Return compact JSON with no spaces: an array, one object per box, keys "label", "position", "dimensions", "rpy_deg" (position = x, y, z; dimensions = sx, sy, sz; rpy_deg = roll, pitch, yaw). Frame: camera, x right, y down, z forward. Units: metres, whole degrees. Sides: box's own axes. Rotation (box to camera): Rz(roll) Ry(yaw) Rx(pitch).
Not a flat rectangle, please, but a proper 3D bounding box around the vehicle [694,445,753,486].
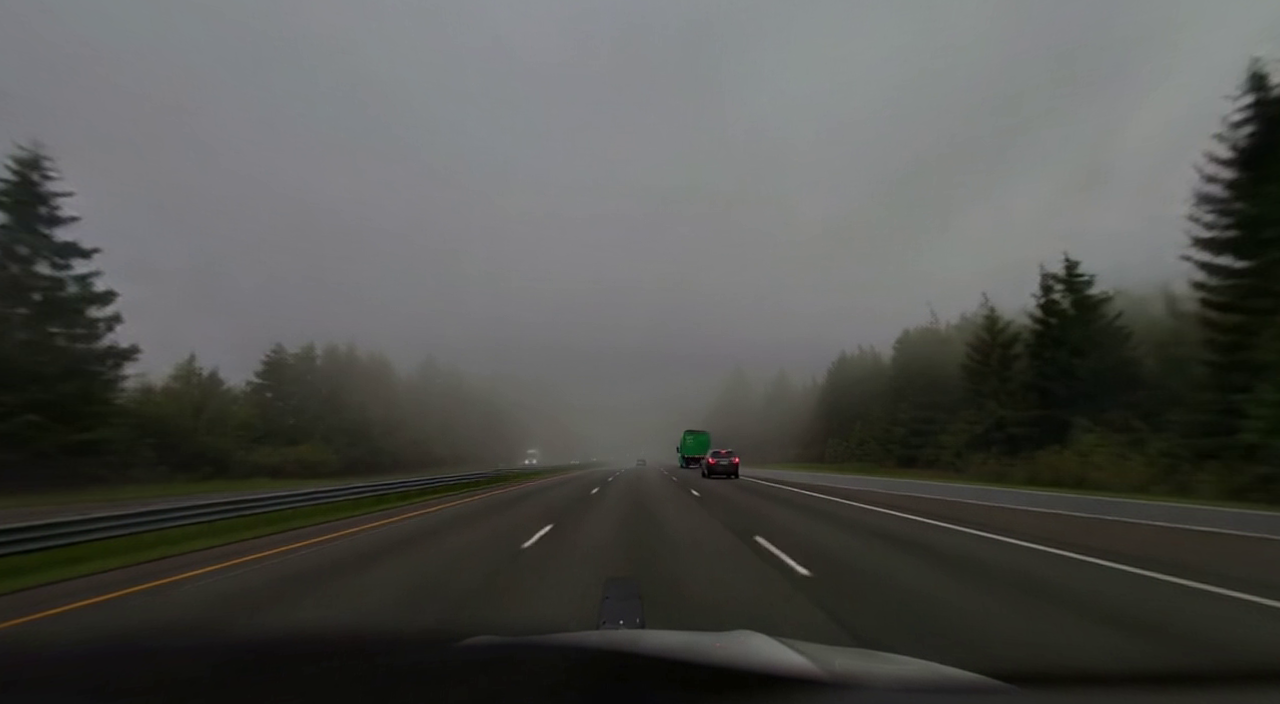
[{"label":"vehicle","position":[3.577,4.927,27.673],"dimensions":[2.019,1.601,3.953],"rpy_deg":[0,-9,-1]}]
